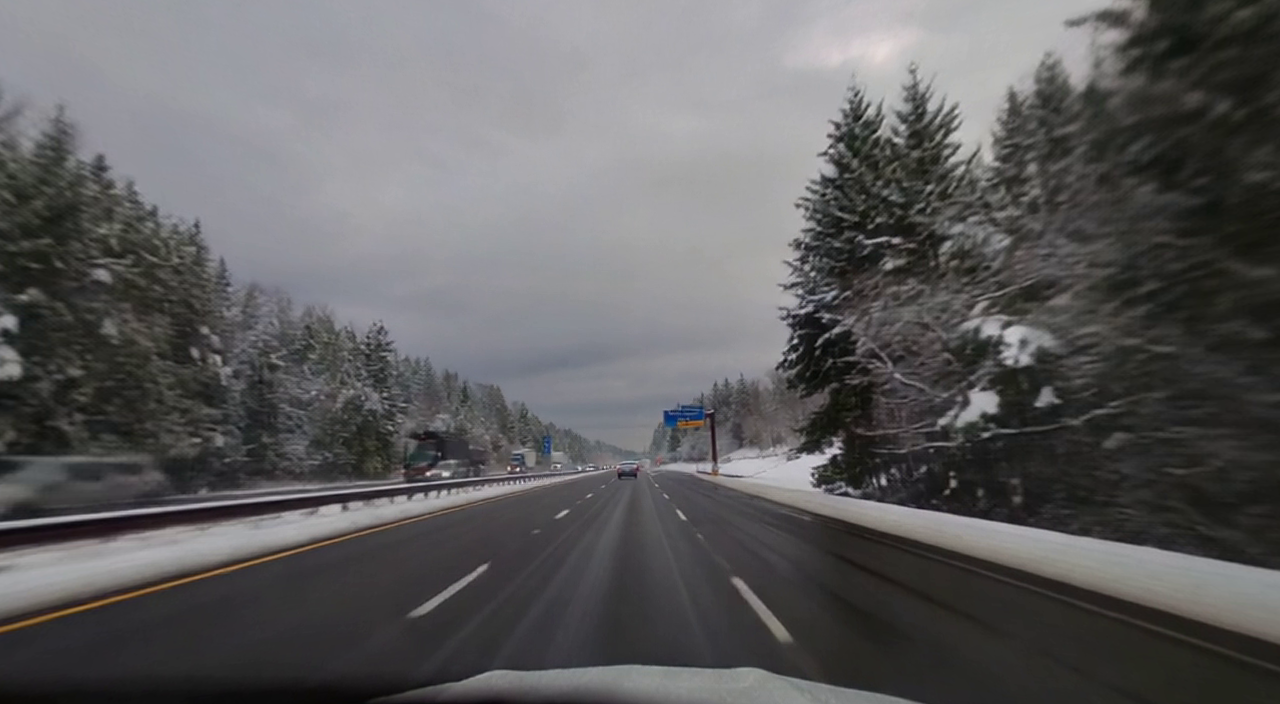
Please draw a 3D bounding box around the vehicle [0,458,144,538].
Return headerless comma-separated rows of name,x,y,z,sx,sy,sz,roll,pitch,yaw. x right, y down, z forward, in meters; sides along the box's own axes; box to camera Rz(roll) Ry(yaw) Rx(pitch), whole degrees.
vehicle,-12.975,2.905,12.790,2.022,1.459,4.613,1,-10,0
